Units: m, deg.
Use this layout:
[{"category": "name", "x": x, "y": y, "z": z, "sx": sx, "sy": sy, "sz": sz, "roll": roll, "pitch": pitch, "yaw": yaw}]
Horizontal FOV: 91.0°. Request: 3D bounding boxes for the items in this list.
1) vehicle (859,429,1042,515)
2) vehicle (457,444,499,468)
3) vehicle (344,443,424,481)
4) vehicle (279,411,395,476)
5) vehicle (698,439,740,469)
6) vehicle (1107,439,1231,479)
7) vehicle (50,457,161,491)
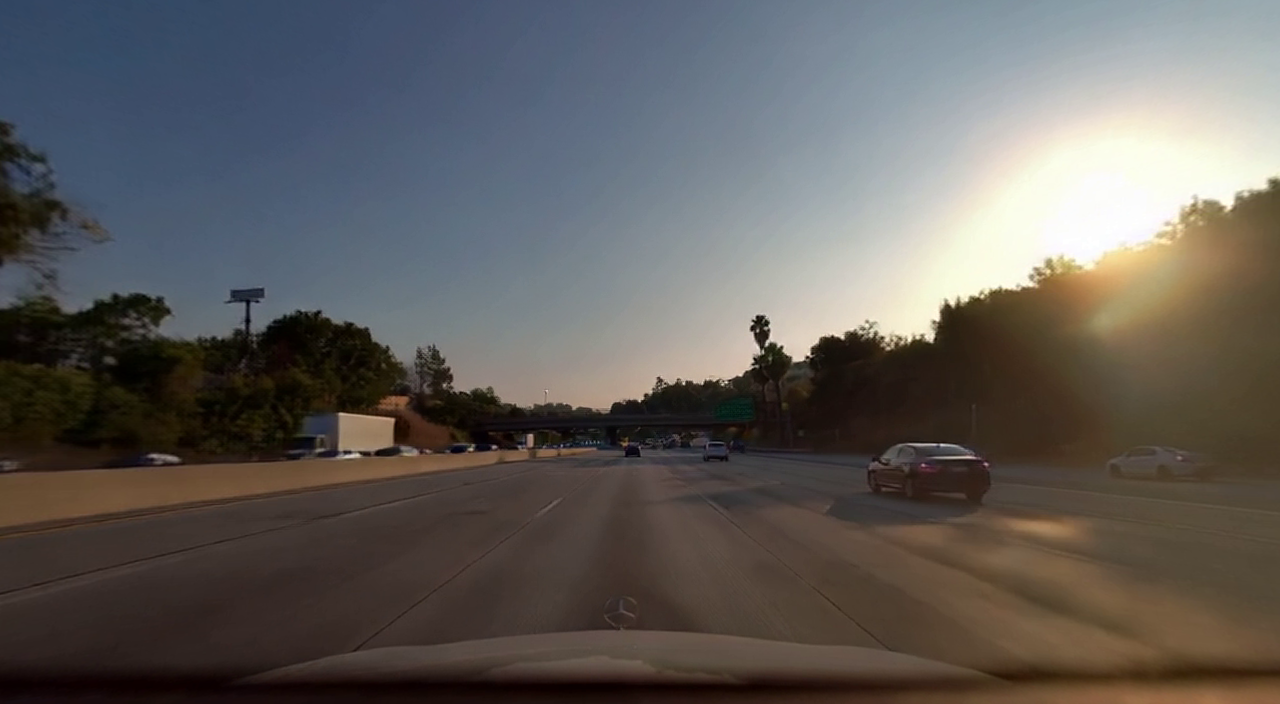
[{"category": "vehicle", "x": 6.761, "y": 2.647, "z": 14.386, "sx": 1.902, "sy": 1.623, "sz": 4.360, "roll": 0, "pitch": -8, "yaw": -1}, {"category": "vehicle", "x": -12.151, "y": 7.849, "z": 47.565, "sx": 1.960, "sy": 1.681, "sz": 4.480, "roll": 0, "pitch": -8, "yaw": 0}, {"category": "vehicle", "x": -12.462, "y": 5.363, "z": 30.973, "sx": 2.053, "sy": 1.689, "sz": 4.406, "roll": 0, "pitch": -8, "yaw": 0}, {"category": "vehicle", "x": -19.898, "y": 6.148, "z": 42.272, "sx": 2.957, "sy": 3.852, "sz": 9.397, "roll": 0, "pitch": -8, "yaw": 1}, {"category": "vehicle", "x": 4.763, "y": 6.210, "z": 38.510, "sx": 2.035, "sy": 1.704, "sz": 3.867, "roll": 0, "pitch": -8, "yaw": 0}, {"category": "vehicle", "x": 24.105, "y": 4.877, "z": 28.948, "sx": 1.887, "sy": 1.642, "sz": 4.592, "roll": 0, "pitch": -8, "yaw": 3}, {"category": "vehicle", "x": -27.225, "y": 6.206, "z": 32.287, "sx": 1.831, "sy": 1.472, "sz": 4.368, "roll": 0, "pitch": -8, "yaw": 0}]
